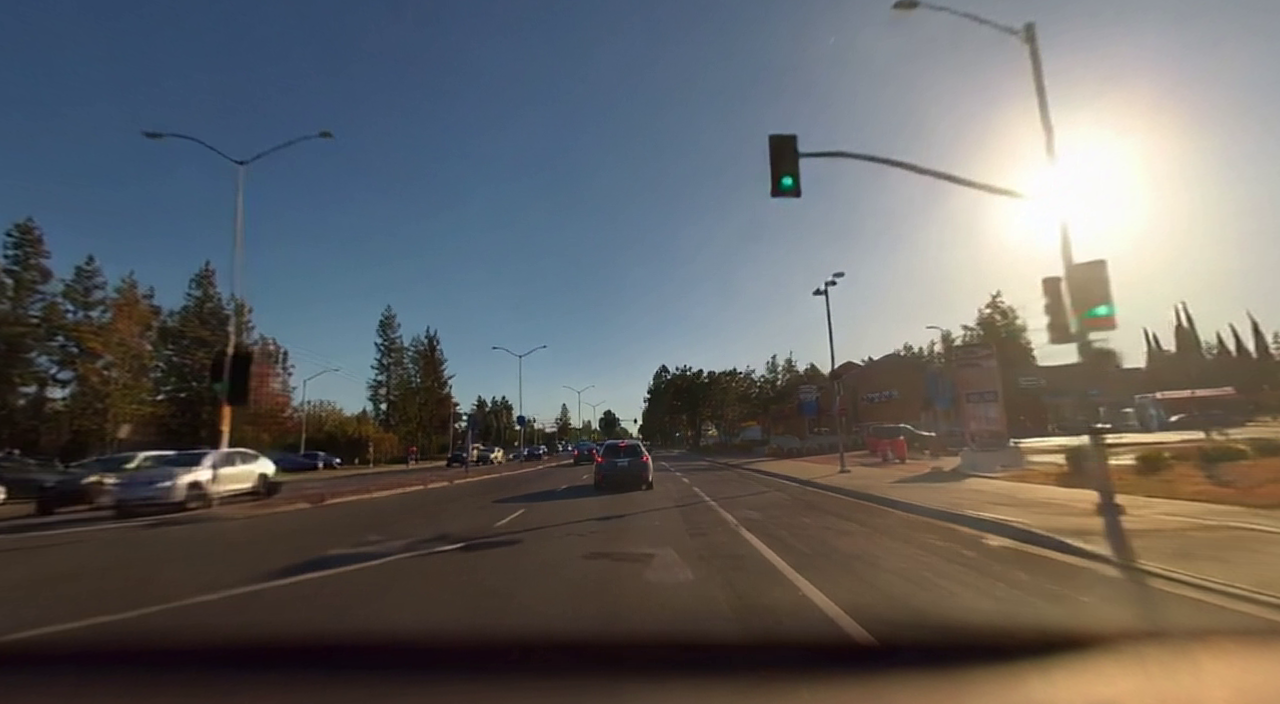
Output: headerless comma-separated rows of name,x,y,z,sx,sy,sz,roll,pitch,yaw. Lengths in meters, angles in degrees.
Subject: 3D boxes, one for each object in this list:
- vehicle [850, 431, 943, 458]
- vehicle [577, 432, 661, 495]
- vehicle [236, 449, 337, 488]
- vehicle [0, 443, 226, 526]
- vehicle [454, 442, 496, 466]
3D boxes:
vehicle,15.751,5.695,38.836,4.812,1.549,2.015,-1,-9,-1
vehicle,-0.512,3.029,17.519,2.062,1.519,4.214,0,-8,0
vehicle,-15.724,5.163,28.337,1.885,1.561,4.473,0,-8,1
vehicle,-12.340,3.005,14.963,1.994,1.647,4.331,0,-8,0
vehicle,-12.521,7.740,47.957,1.943,1.668,4.331,0,-8,1
